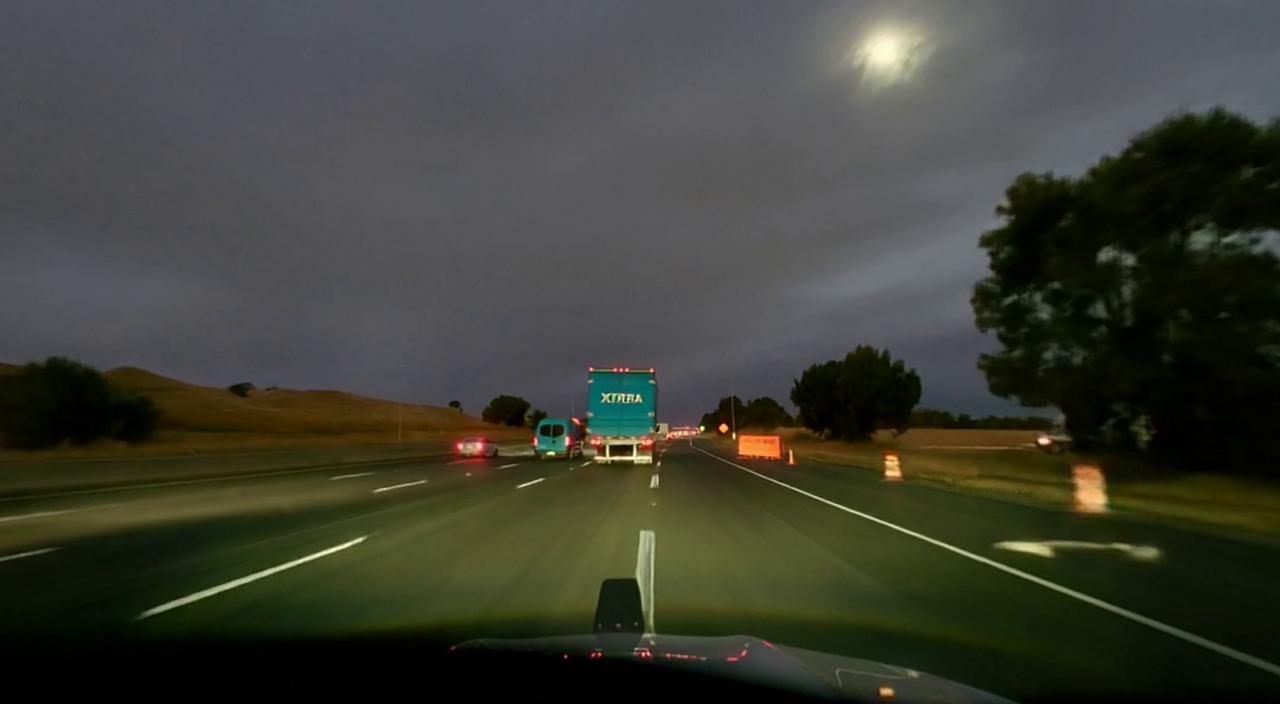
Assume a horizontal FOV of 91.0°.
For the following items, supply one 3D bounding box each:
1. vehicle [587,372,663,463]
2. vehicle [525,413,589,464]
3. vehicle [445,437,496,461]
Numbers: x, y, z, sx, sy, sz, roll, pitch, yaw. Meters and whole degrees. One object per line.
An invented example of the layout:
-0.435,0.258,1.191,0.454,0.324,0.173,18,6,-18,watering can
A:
-0.474,3.648,32.494,3.183,4.011,9.617,0,-9,3,vehicle
-4.574,4.946,35.825,2.469,2.615,5.874,0,-8,3,vehicle
-11.060,6.363,41.447,1.901,1.487,4.622,0,-8,3,vehicle
